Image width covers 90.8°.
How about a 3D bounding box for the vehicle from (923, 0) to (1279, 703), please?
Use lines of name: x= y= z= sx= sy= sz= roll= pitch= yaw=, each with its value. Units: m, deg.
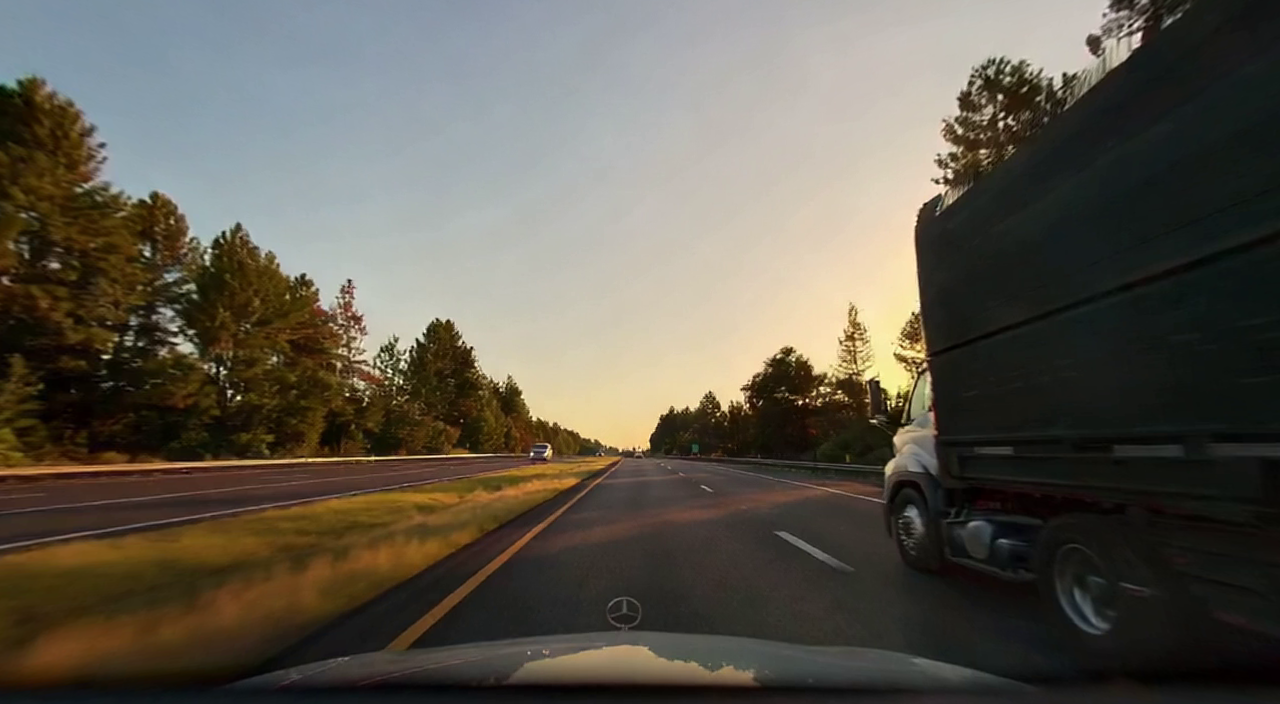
vehicle: x=4.784 y=-0.319 z=1.958 sx=3.052 sy=4.004 sz=9.986 roll=0 pitch=-9 yaw=0
